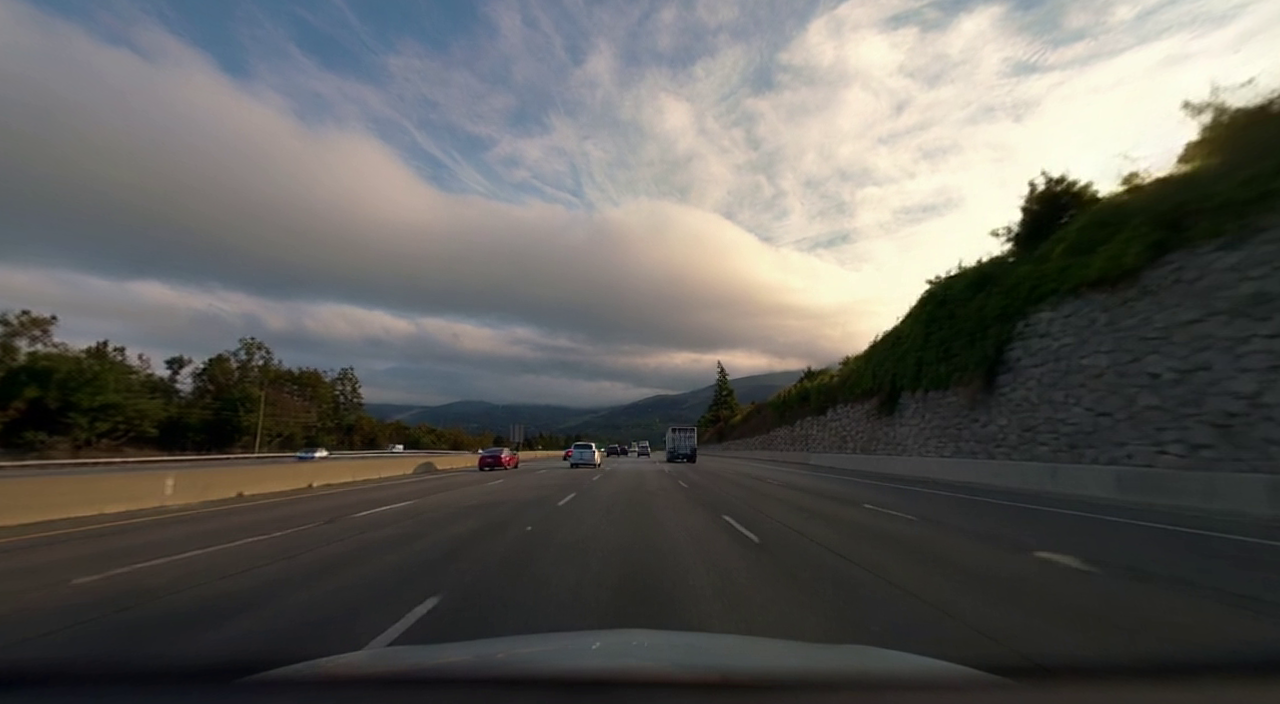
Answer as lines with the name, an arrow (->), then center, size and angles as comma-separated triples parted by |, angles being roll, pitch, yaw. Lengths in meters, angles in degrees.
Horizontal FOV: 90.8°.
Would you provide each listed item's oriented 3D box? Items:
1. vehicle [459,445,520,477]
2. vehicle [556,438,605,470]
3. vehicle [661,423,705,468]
vehicle -> -7.852, 5.713, 33.396 | 2.102, 1.522, 4.394 | 0, -8, 0
vehicle -> -3.955, 6.945, 43.123 | 2.720, 2.041, 5.432 | 0, -8, 1
vehicle -> 3.168, 7.155, 48.445 | 2.795, 3.187, 7.205 | 0, -8, 0
